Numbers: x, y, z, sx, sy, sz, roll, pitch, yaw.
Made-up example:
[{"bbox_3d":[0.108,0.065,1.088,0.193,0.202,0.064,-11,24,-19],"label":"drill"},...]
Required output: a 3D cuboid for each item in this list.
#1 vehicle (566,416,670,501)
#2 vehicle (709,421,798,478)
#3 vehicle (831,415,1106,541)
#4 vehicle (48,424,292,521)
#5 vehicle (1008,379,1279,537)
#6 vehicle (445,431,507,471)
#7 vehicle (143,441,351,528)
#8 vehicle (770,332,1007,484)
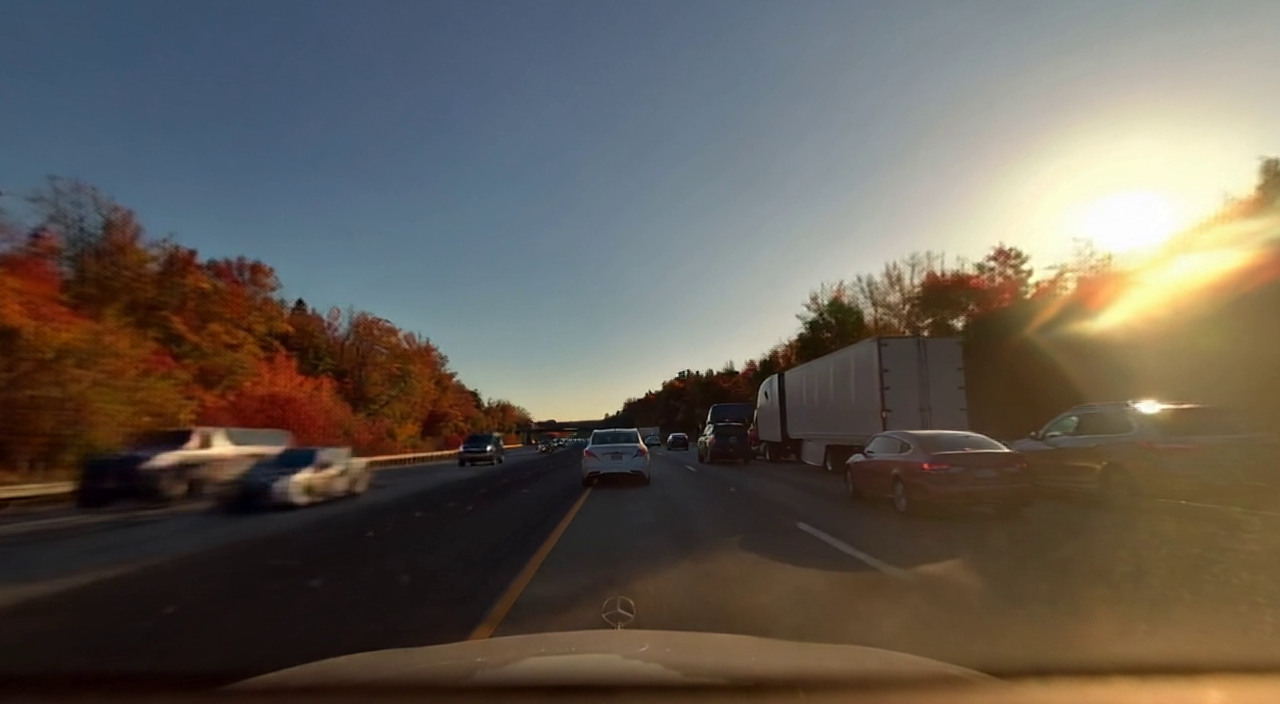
[{"bbox_3d":[-0.480,2.461,14.996,2.087,1.709,4.455,0,-8,-1],"label":"vehicle"},{"bbox_3d":[3.647,3.231,21.056,2.147,1.707,3.963,0,-8,-2],"label":"vehicle"},{"bbox_3d":[4.645,1.820,9.775,2.040,1.523,4.068,0,-8,-1],"label":"vehicle"},{"bbox_3d":[-11.597,2.958,16.211,2.338,2.059,5.149,0,-8,-1],"label":"vehicle"},{"bbox_3d":[8.545,1.630,10.262,2.116,1.965,4.691,0,-8,-1],"label":"vehicle"},{"bbox_3d":[-8.449,5.122,32.860,2.152,1.903,4.339,0,-8,-1],"label":"vehicle"},{"bbox_3d":[-8.023,2.687,13.386,1.872,1.521,3.962,0,-8,0],"label":"vehicle"},{"bbox_3d":[8.160,2.435,24.062,2.908,4.099,14.103,0,-8,-2],"label":"vehicle"}]
